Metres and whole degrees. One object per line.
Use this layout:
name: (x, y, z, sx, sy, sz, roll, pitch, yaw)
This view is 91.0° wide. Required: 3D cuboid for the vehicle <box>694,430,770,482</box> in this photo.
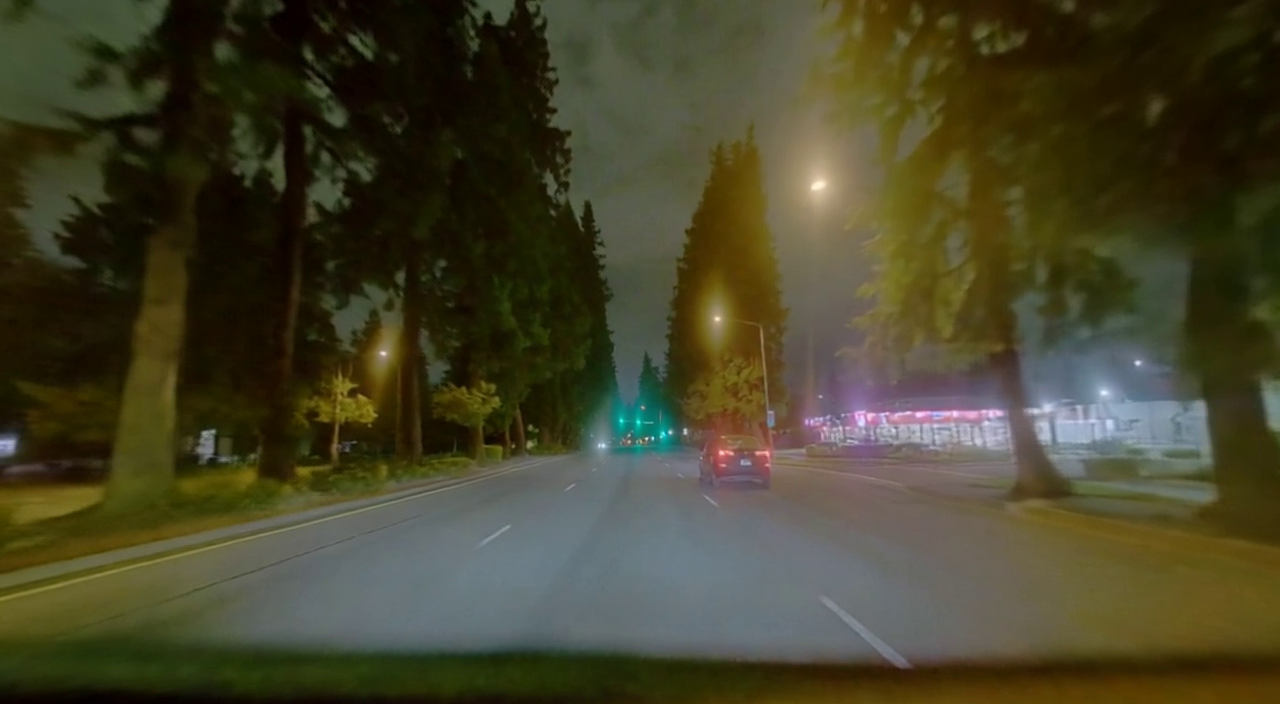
vehicle: (3.306, 3.805, 23.422, 2.083, 1.743, 4.354, 0, -8, -1)
